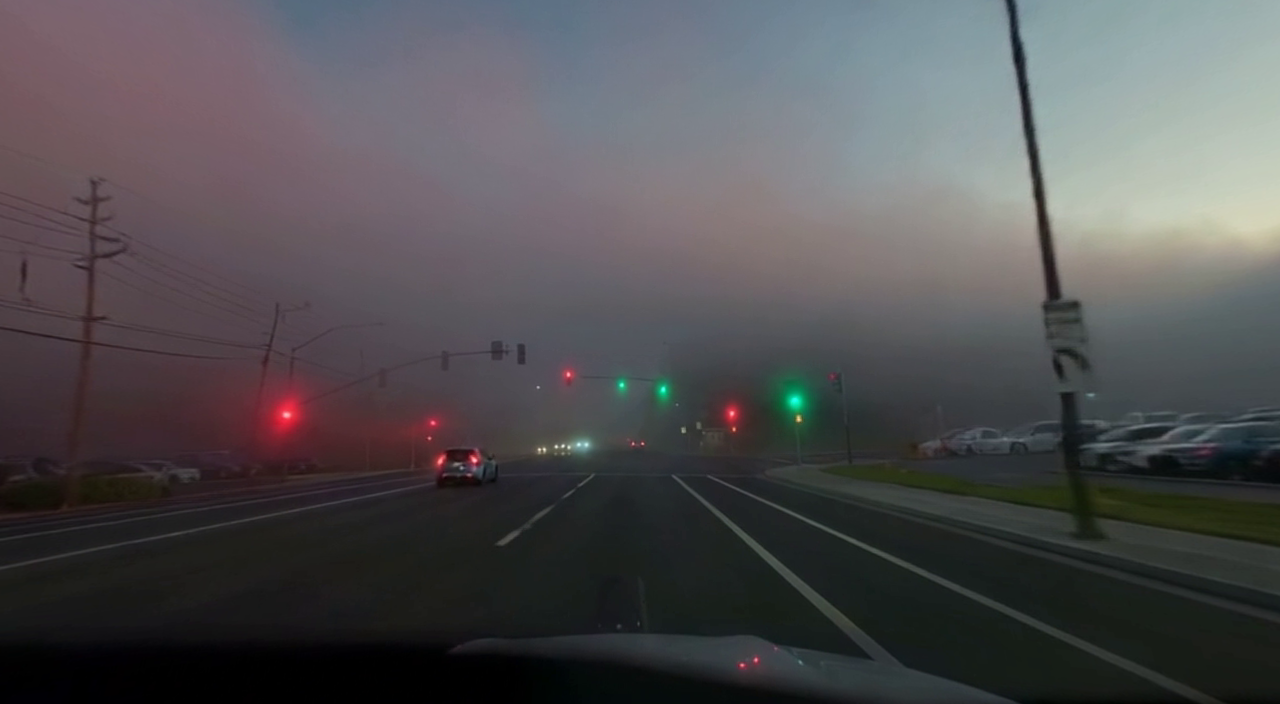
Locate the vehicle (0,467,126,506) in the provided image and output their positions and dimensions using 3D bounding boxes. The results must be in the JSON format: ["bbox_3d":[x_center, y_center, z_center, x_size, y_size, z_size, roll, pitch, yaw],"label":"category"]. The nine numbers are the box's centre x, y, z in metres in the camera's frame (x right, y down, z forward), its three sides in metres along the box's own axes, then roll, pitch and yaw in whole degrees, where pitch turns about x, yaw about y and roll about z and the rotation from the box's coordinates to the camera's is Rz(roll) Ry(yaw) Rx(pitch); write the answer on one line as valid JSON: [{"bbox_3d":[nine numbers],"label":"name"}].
[{"bbox_3d":[-24.700,5.612,26.534,4.403,1.465,1.928,0,-9,-3],"label":"vehicle"}]

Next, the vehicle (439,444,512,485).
[{"bbox_3d":[-6.398,4.409,25.100,1.928,1.451,4.219,0,-9,-3],"label":"vehicle"}]

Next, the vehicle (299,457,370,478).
[{"bbox_3d":[-22.716,8.602,47.100,4.298,1.466,1.921,-1,-9,3],"label":"vehicle"}]

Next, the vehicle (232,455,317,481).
[{"bbox_3d":[-25.665,8.123,44.432,4.722,1.741,2.142,-1,-9,7],"label":"vehicle"}]
